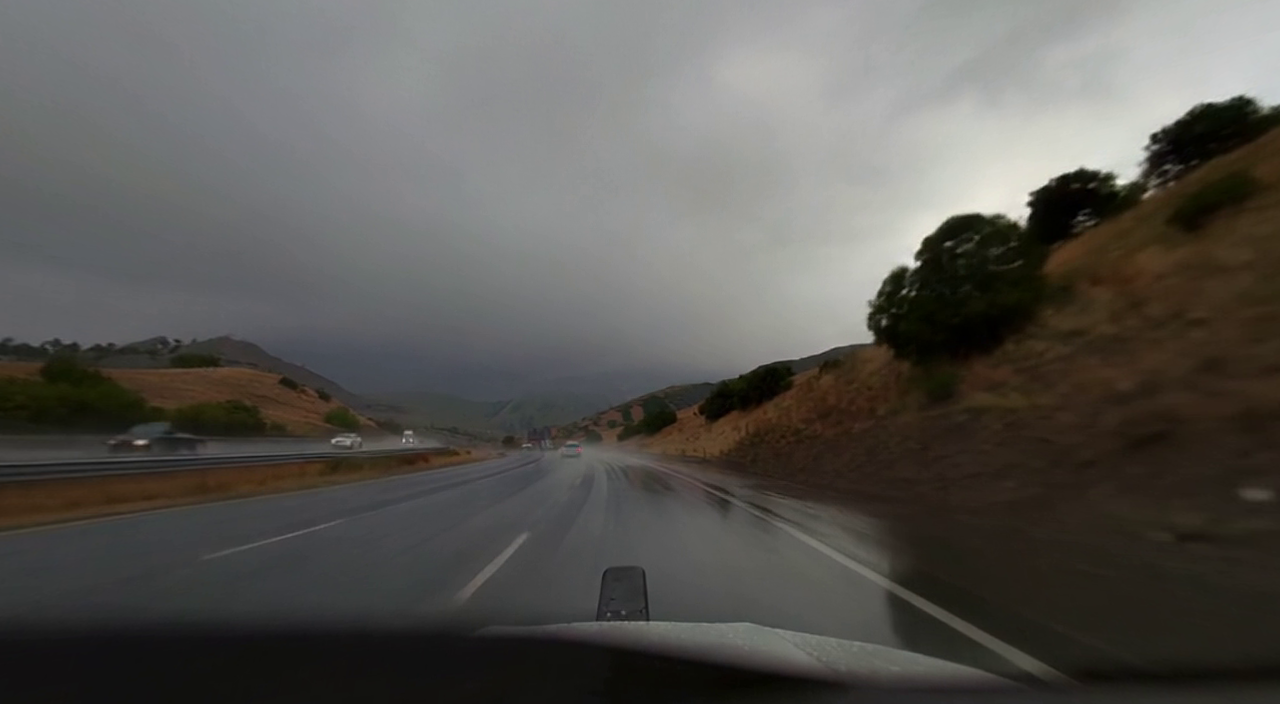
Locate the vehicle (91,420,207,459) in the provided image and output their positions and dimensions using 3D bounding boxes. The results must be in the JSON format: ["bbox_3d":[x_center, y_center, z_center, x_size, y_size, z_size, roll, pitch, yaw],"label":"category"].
[{"bbox_3d":[-25.042,4.540,32.458,2.156,1.823,5.280,1,-9,-7],"label":"vehicle"}]
